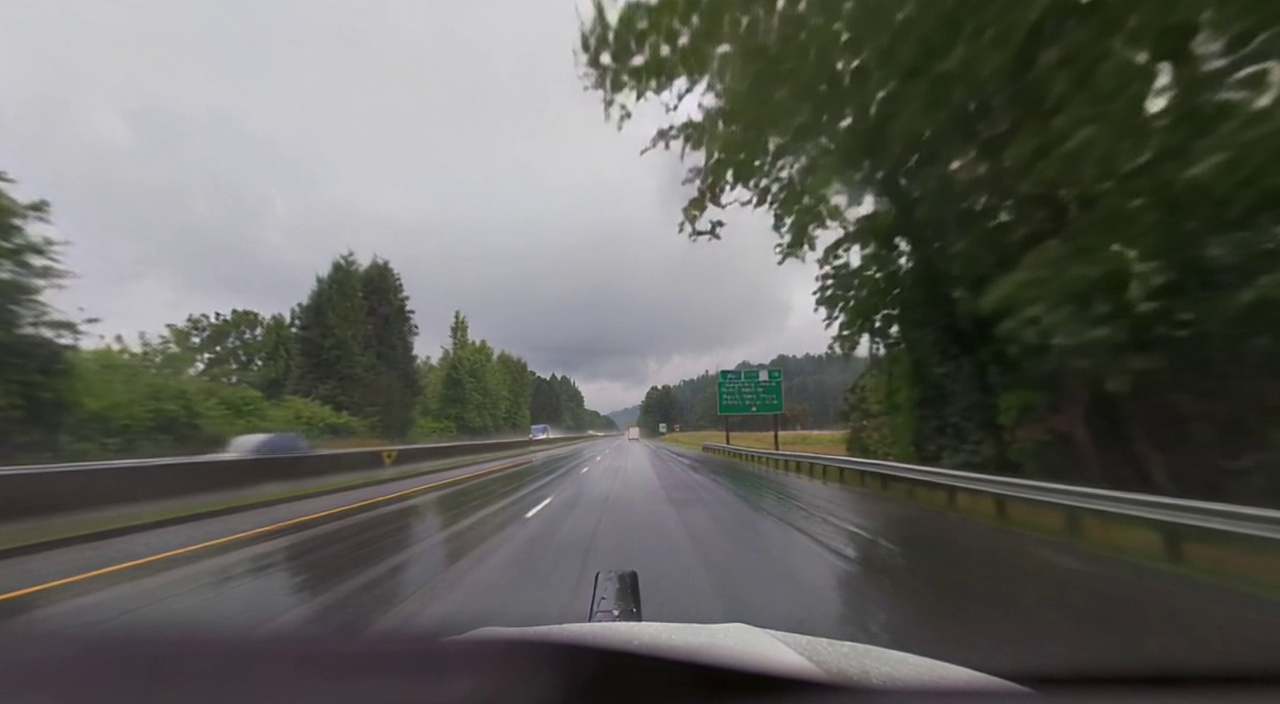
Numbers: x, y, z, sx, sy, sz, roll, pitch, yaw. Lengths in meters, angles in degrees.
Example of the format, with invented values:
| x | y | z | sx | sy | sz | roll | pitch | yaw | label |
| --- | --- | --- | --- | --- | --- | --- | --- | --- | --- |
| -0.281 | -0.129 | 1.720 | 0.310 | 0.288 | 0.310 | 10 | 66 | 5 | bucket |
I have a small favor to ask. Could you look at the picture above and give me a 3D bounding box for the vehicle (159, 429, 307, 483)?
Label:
| x | y | z | sx | sy | sz | roll | pitch | yaw | label |
| --- | --- | --- | --- | --- | --- | --- | --- | --- | --- |
| -12.866 | 3.277 | 20.320 | 1.875 | 1.534 | 4.410 | 0 | -8 | -1 | vehicle |
